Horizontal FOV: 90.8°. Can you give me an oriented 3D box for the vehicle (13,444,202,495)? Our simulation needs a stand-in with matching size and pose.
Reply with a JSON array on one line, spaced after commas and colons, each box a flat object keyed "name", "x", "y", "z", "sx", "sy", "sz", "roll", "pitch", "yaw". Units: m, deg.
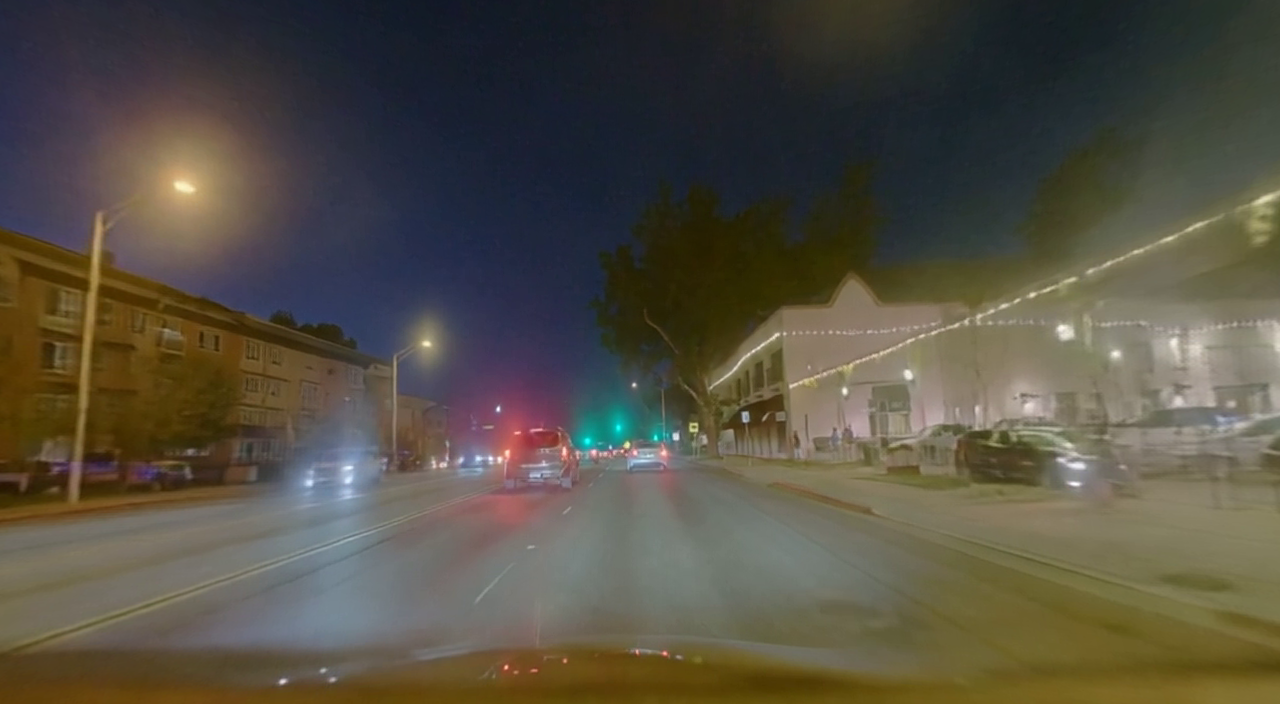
[{"name": "vehicle", "x": -24.005, "y": 5.291, "z": 28.739, "sx": 6.055, "sy": 2.148, "sz": 2.690, "roll": 0, "pitch": -9, "yaw": -1}]

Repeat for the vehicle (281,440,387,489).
[{"name": "vehicle", "x": -12.924, "y": 4.744, "z": 27.102, "sx": 2.159, "sy": 1.860, "sz": 5.004, "roll": 0, "pitch": -9, "yaw": -2}]

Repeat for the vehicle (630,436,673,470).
[{"name": "vehicle", "x": 0.537, "y": 5.308, "z": 33.258, "sx": 2.126, "sy": 1.657, "sz": 4.132, "roll": 0, "pitch": -9, "yaw": -1}]

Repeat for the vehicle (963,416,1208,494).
[{"name": "vehicle", "x": 10.030, "y": 2.380, "z": 14.873, "sx": 2.194, "sy": 1.521, "sz": 4.686, "roll": 0, "pitch": -9, "yaw": -3}]

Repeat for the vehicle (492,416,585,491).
[{"name": "vehicle", "x": -3.114, "y": 3.273, "z": 20.649, "sx": 2.213, "sy": 2.123, "sz": 5.124, "roll": 0, "pitch": -9, "yaw": 0}]
